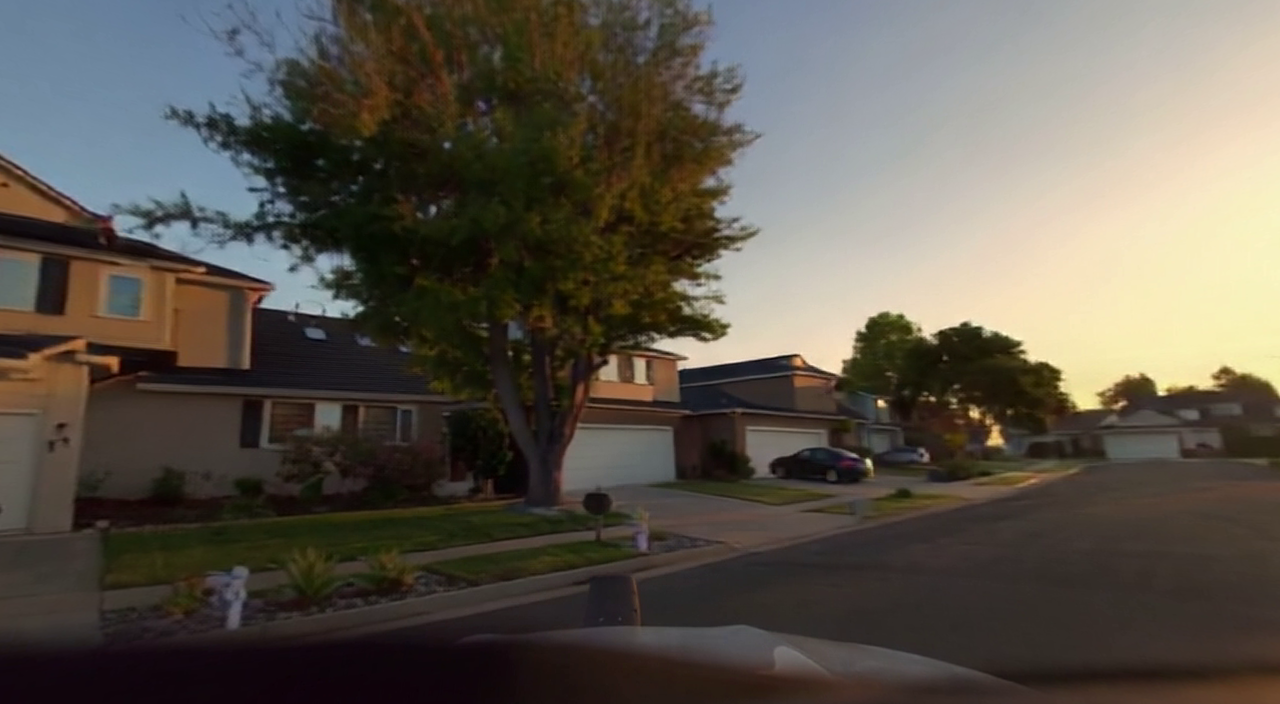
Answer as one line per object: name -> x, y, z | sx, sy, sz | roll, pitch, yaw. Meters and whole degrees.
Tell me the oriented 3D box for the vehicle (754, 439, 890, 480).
vehicle -> 7.280, 4.332, 25.636 | 4.916, 1.485, 1.807 | -7, -11, 38
